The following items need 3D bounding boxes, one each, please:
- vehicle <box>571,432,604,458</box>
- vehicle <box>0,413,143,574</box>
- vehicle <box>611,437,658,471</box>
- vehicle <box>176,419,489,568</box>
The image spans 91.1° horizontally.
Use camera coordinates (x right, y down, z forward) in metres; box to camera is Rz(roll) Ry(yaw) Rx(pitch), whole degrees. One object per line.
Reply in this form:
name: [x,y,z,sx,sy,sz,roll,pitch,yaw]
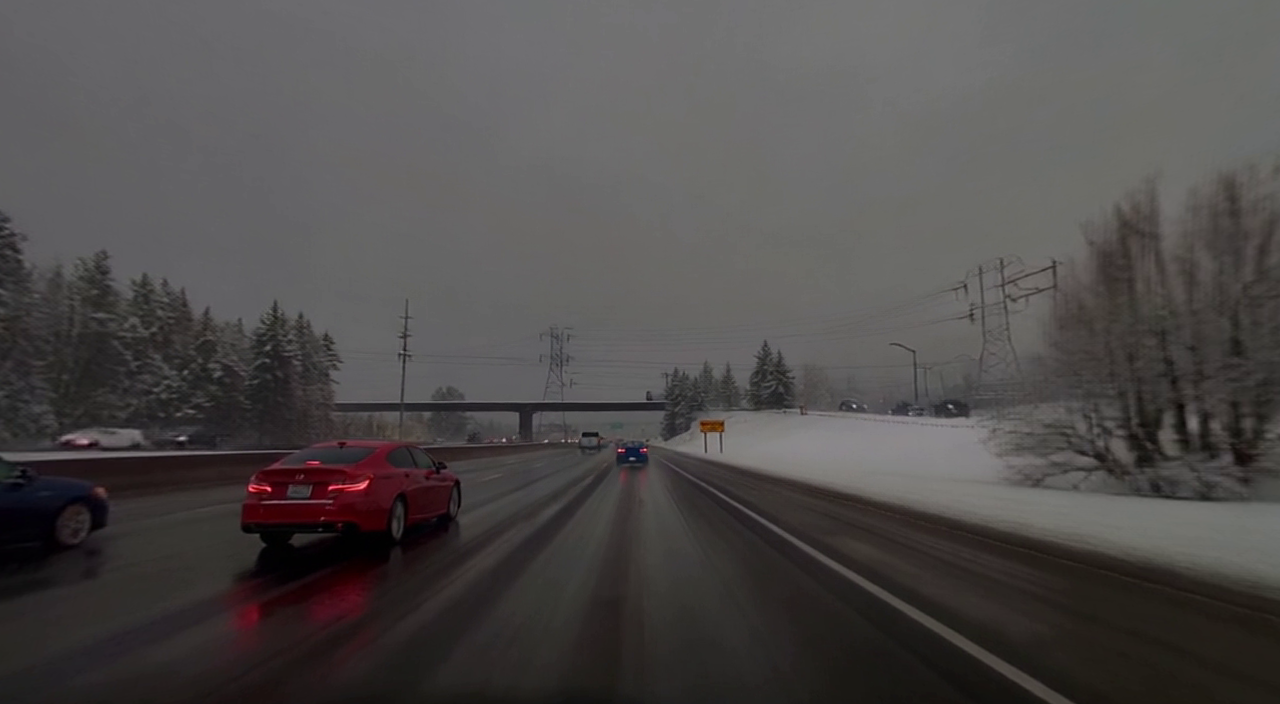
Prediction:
vehicle: [-3.879,7.001,47.220,2.174,1.806,3.932,0,-8,-1]
vehicle: [-7.495,1.349,5.772,1.968,1.614,4.674,0,-8,1]
vehicle: [-0.241,4.605,28.541,1.954,1.460,3.983,0,-8,0]
vehicle: [-3.732,1.798,8.828,2.035,1.514,4.600,0,-8,1]
